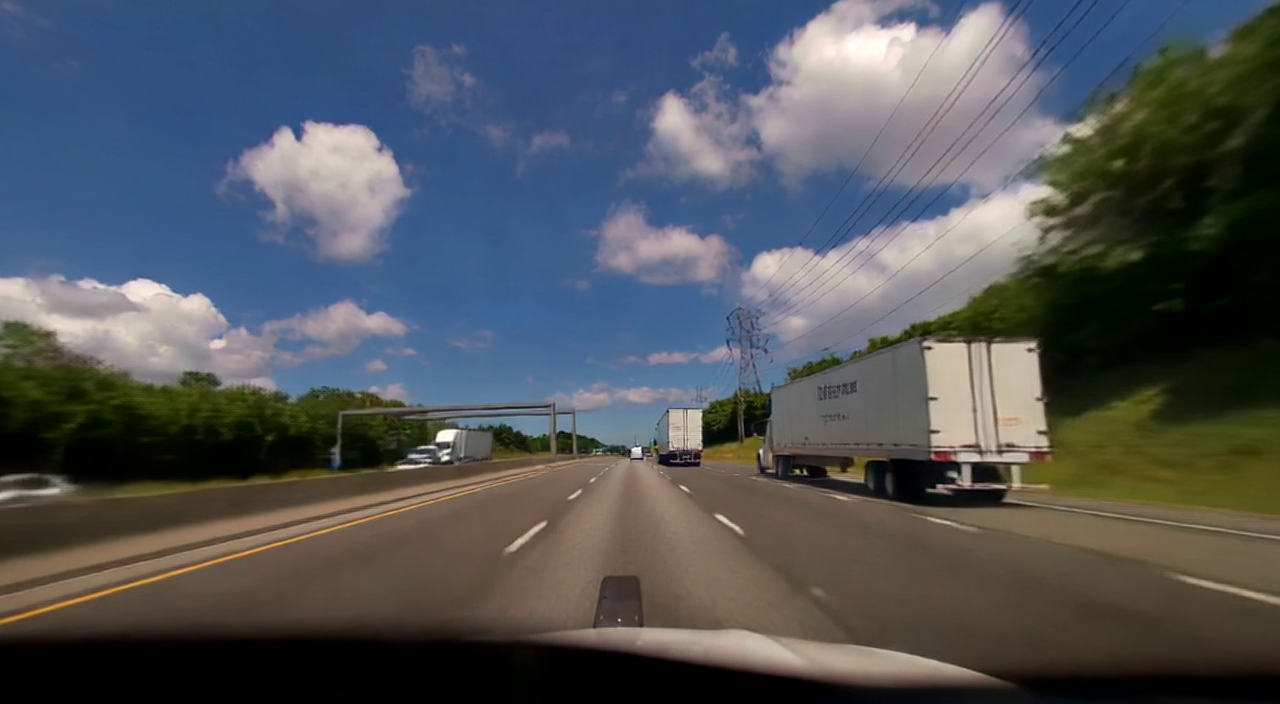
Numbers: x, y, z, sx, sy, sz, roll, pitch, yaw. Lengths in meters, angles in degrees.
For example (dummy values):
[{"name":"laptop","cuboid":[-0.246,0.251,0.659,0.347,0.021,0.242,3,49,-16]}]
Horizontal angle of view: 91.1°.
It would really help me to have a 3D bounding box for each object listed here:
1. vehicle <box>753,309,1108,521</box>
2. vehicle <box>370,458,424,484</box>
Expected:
[{"name":"vehicle","cuboid":[7.200,2.512,20.973,3.400,4.134,17.388,0,-9,-1]},{"name":"vehicle","cuboid":[-15.362,7.541,39.940,1.767,1.462,4.313,0,-9,-1]}]
